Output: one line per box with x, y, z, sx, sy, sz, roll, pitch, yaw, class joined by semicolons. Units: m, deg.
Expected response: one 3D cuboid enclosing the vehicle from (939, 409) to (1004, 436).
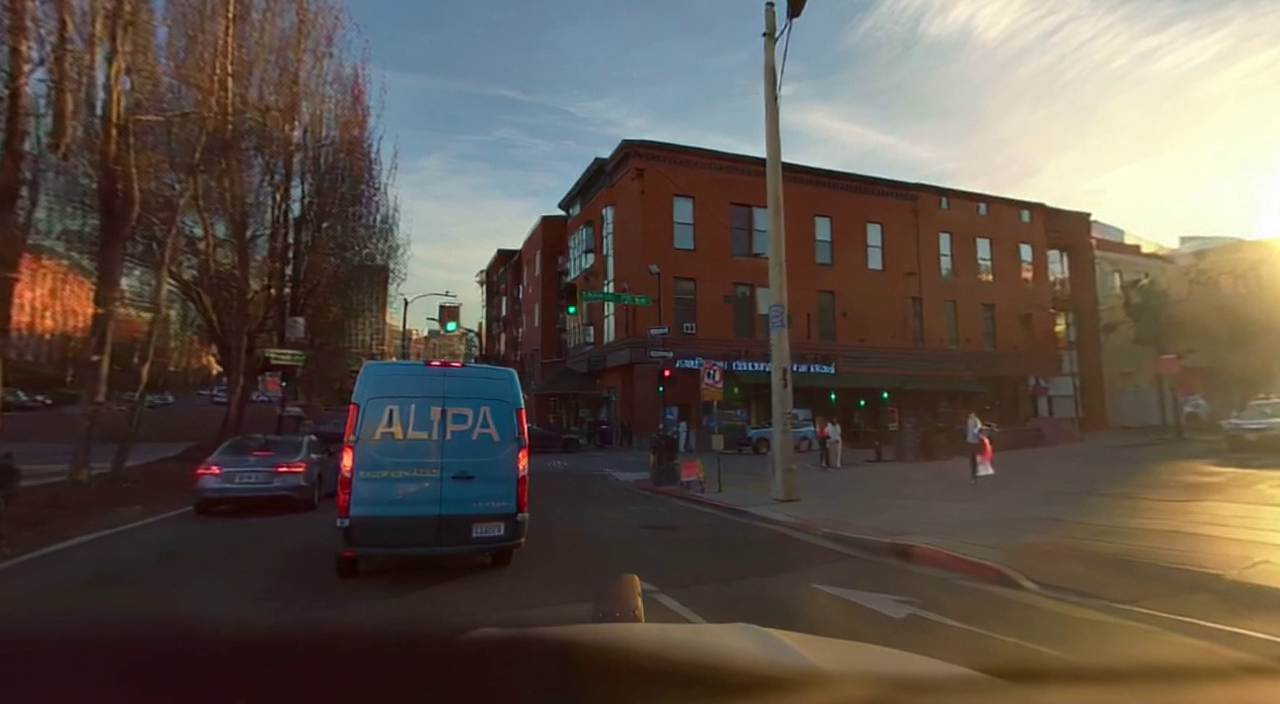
22.586;4.837;42.913;4.020;1.572;1.718;5;-10;-23;vehicle

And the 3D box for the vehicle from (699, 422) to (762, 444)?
6.154;5.525;42.929;3.885;1.449;1.757;2;-8;-19;vehicle

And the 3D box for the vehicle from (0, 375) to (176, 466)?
-24.238;2.569;23.391;10.606;3.178;3.014;2;-8;-18;vehicle

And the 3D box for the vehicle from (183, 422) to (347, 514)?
-6.868;2.103;11.957;1.841;1.461;3.426;2;-8;-17;vehicle

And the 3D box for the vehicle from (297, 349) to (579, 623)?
-2.044;1.235;6.760;1.951;1.907;4.266;2;-8;-17;vehicle
